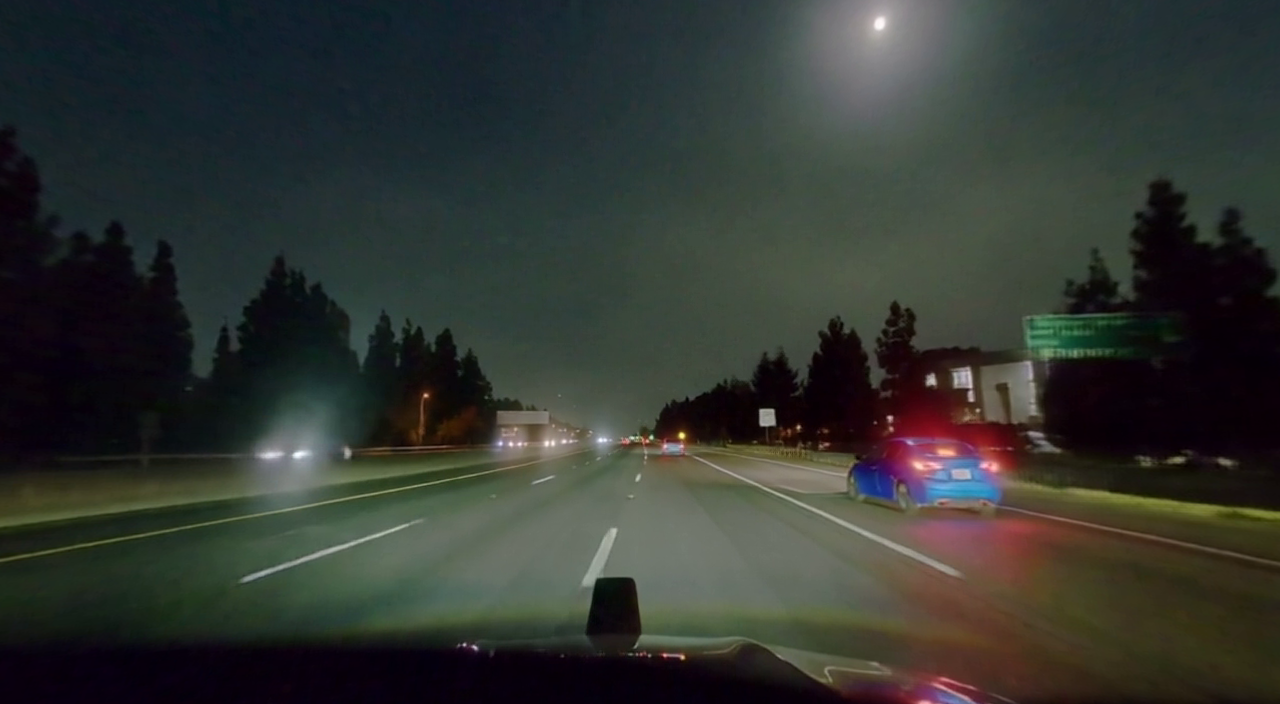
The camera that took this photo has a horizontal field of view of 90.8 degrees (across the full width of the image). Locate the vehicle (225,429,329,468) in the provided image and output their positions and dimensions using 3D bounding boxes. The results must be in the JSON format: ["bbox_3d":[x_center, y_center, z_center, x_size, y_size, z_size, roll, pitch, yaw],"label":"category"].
[{"bbox_3d":[-18.822,5.037,33.125,2.209,1.844,5.345,0,-9,1],"label":"vehicle"}]

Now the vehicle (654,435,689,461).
[{"bbox_3d":[2.113,6.637,43.888,2.127,1.692,4.382,0,-9,-1],"label":"vehicle"}]

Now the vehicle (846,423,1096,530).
[{"bbox_3d":[5.551,2.149,11.502,2.029,1.528,4.644,0,-9,0],"label":"vehicle"}]
